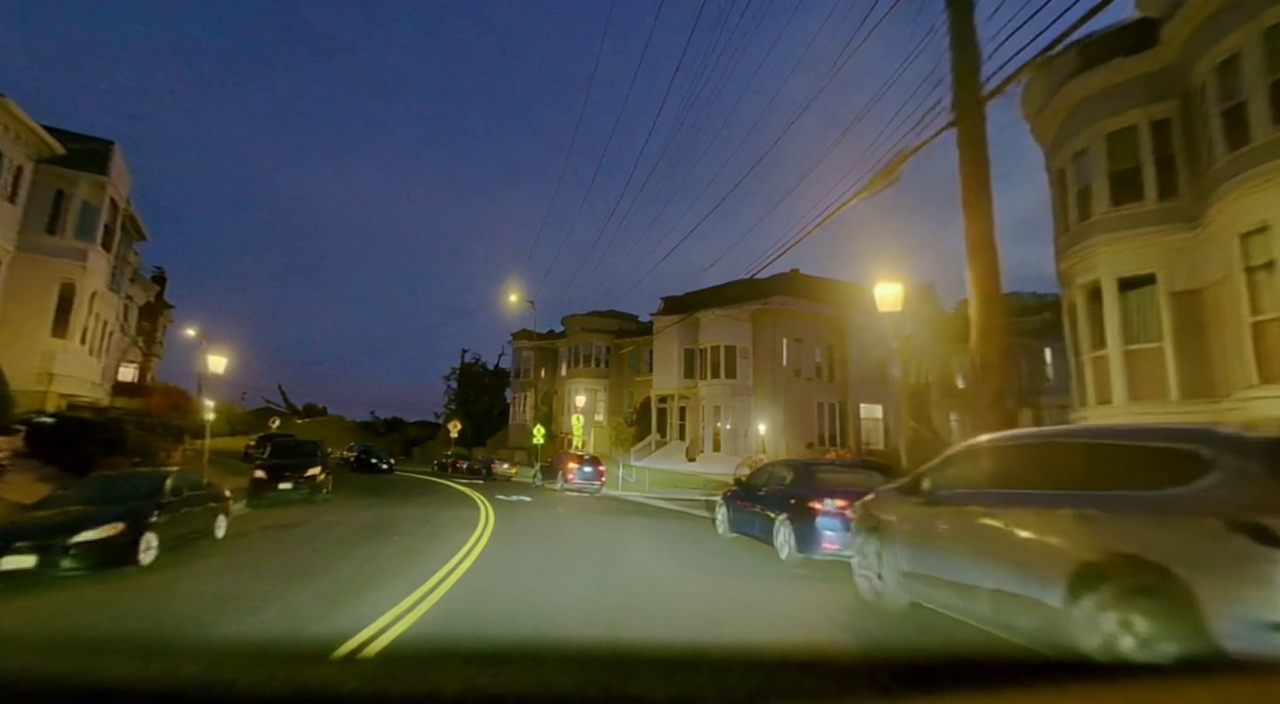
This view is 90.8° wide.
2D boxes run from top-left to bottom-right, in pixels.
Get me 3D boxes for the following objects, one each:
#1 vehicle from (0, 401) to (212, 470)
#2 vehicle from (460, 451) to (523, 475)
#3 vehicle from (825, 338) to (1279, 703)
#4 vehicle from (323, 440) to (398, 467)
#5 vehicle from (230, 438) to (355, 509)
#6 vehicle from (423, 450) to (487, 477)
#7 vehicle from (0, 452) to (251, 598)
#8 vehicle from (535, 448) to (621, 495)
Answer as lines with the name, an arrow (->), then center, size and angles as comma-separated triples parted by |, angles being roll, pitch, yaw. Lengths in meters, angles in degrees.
vehicle -> -17.292, 2.674, 20.044 | 5.822, 1.956, 2.355 | 5, -10, -29
vehicle -> -11.019, 8.217, 47.001 | 2.023, 1.586, 4.163 | -8, -10, 38
vehicle -> 2.992, 1.105, 3.858 | 1.974, 1.769, 4.610 | 1, -9, -5
vehicle -> -21.550, 7.820, 48.689 | 5.504, 1.869, 2.449 | -5, -15, 33
vehicle -> -9.399, 3.258, 17.518 | 2.023, 1.674, 4.556 | 3, -9, -16
vehicle -> -11.620, 6.921, 39.560 | 1.923, 1.531, 4.568 | 8, -11, -42
vehicle -> -7.279, 2.205, 8.658 | 2.003, 1.447, 3.642 | -4, -8, -8
vehicle -> -2.647, 4.830, 25.900 | 1.994, 1.682, 4.750 | 7, -11, -24
